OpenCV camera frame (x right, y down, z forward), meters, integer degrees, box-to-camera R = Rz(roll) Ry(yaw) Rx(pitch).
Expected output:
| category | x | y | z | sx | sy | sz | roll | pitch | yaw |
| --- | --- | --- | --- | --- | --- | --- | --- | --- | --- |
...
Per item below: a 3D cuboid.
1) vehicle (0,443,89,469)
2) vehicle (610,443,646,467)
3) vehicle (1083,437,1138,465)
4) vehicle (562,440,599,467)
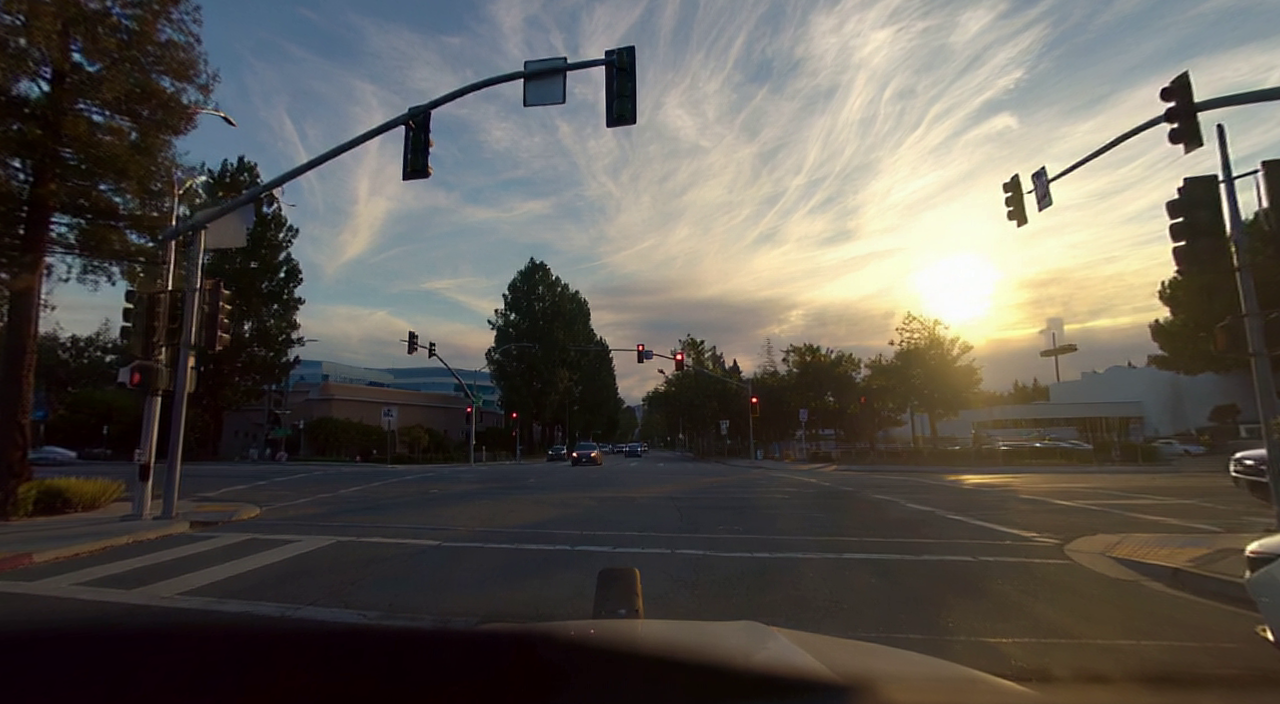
| category | x | y | z | sx | sy | sz | roll | pitch | yaw |
| --- | --- | --- | --- | --- | --- | --- | --- | --- | --- |
| vehicle | -35.655 | 6.180 | 37.562 | 4.588 | 1.484 | 2.000 | -3 | -9 | 15 |
| vehicle | -0.862 | 6.842 | 42.057 | 2.056 | 1.492 | 3.937 | 1 | -9 | -6 |
| vehicle | 26.967 | 5.654 | 36.146 | 2.092 | 1.474 | 4.046 | -8 | -11 | 40 |
| vehicle | -4.106 | 7.103 | 44.257 | 2.251 | 1.756 | 4.610 | 0 | -9 | -1 |
